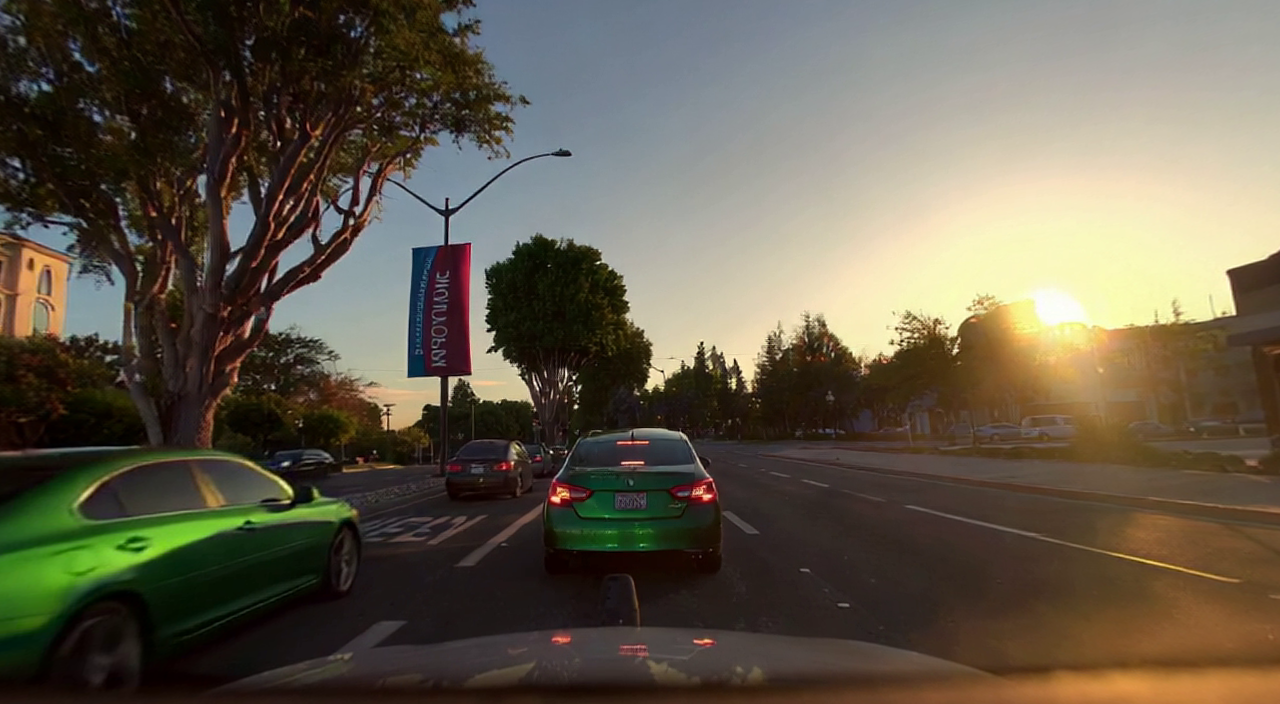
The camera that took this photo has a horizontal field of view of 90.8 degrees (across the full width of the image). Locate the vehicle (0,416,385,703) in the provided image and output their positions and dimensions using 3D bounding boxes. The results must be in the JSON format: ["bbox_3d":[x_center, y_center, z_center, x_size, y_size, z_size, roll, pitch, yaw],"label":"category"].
[{"bbox_3d":[-3.338,1.149,3.583,1.952,1.431,4.383,0,-8,0],"label":"vehicle"}]

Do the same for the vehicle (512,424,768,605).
[{"bbox_3d":[-0.057,1.641,7.299,2.126,1.475,3.967,0,-8,-2],"label":"vehicle"}]

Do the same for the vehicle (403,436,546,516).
[{"bbox_3d":[-3.471,2.678,14.231,1.961,1.487,4.453,0,-8,1],"label":"vehicle"}]
